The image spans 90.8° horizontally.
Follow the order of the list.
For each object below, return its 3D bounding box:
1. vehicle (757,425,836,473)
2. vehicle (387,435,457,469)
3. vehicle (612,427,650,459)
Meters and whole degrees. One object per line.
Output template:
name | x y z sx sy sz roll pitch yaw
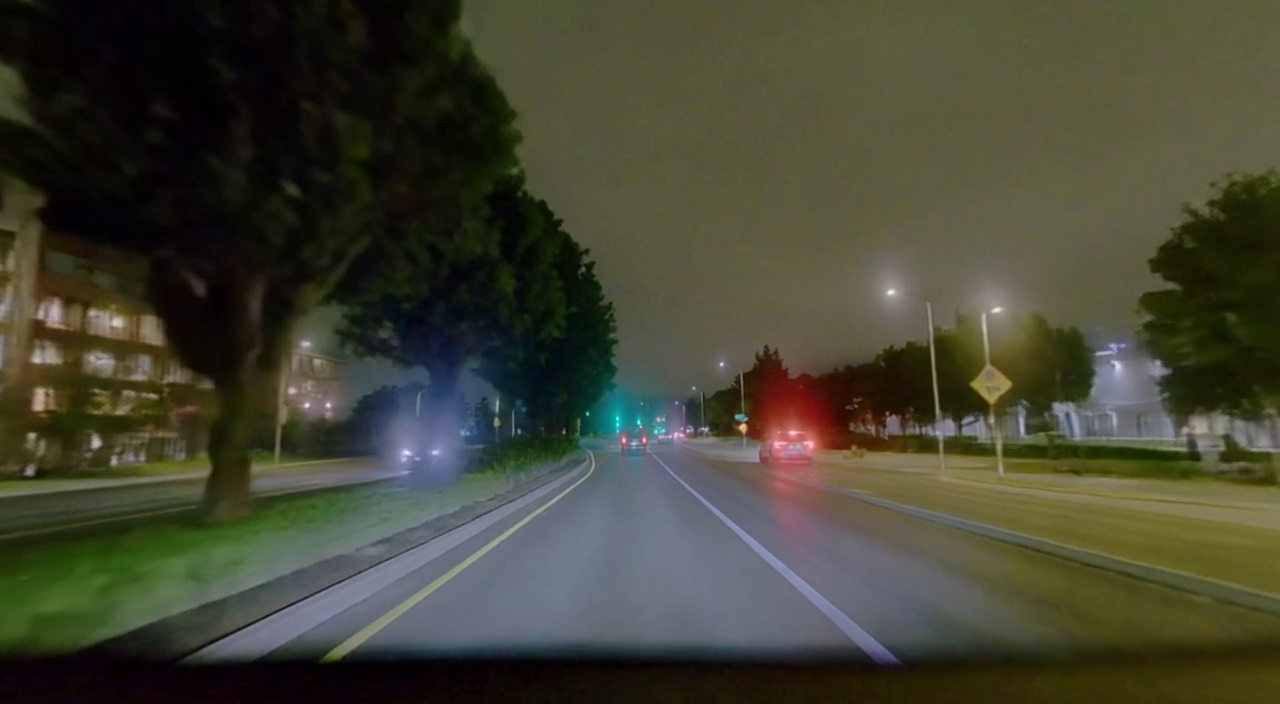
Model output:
vehicle | 6.393 4.016 26.376 2.026 1.804 4.565 0 -8 -1
vehicle | -10.915 5.043 32.014 2.002 1.620 4.471 0 -8 -1
vehicle | -0.552 5.482 38.157 2.193 1.794 4.457 0 -8 -1
